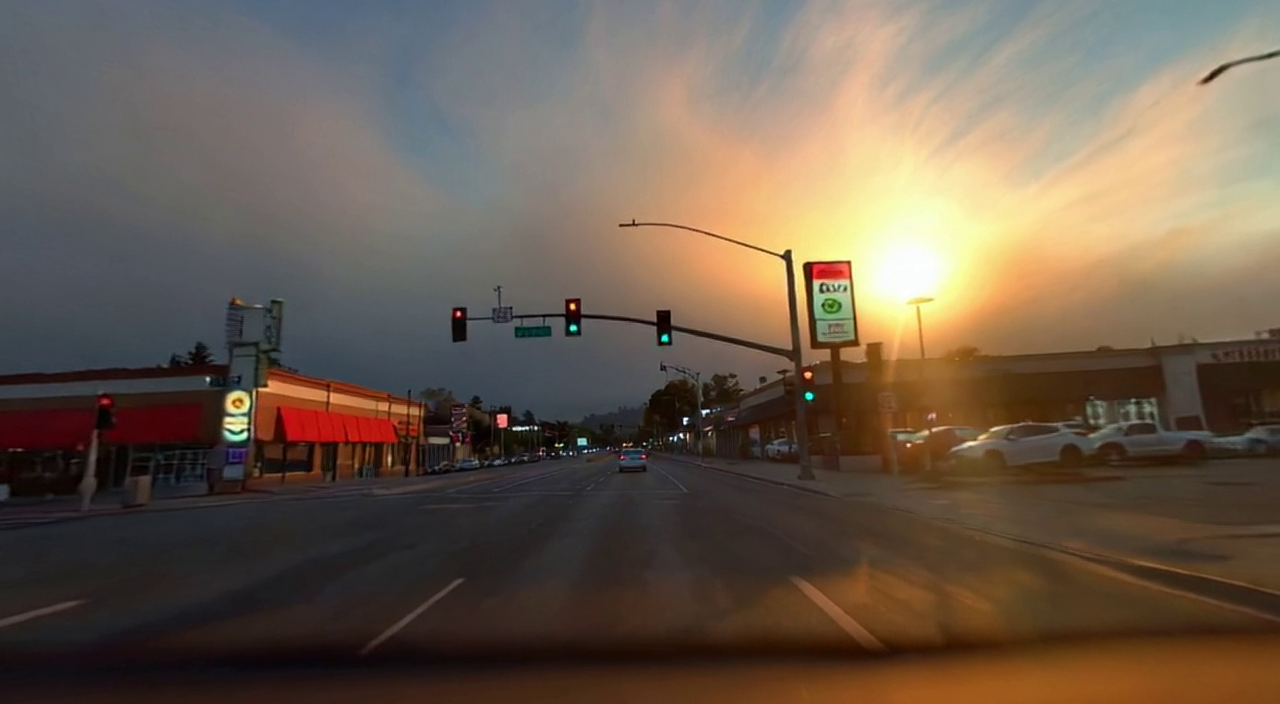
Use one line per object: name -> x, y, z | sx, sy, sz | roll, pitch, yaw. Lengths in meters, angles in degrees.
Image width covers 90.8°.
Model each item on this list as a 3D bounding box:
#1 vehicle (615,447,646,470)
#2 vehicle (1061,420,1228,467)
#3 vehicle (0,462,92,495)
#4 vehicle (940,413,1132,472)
vehicle -> -0.637, 7.037, 41.903 | 1.977, 1.451, 4.032 | 0, -9, -1
vehicle -> 18.632, 3.414, 23.507 | 4.586, 1.623, 1.861 | 0, -9, -1
vehicle -> -40.070, 8.352, 42.089 | 2.004, 1.945, 5.069 | -2, -9, 11
vehicle -> 12.882, 2.981, 20.823 | 4.852, 1.805, 2.155 | 0, -9, -2
